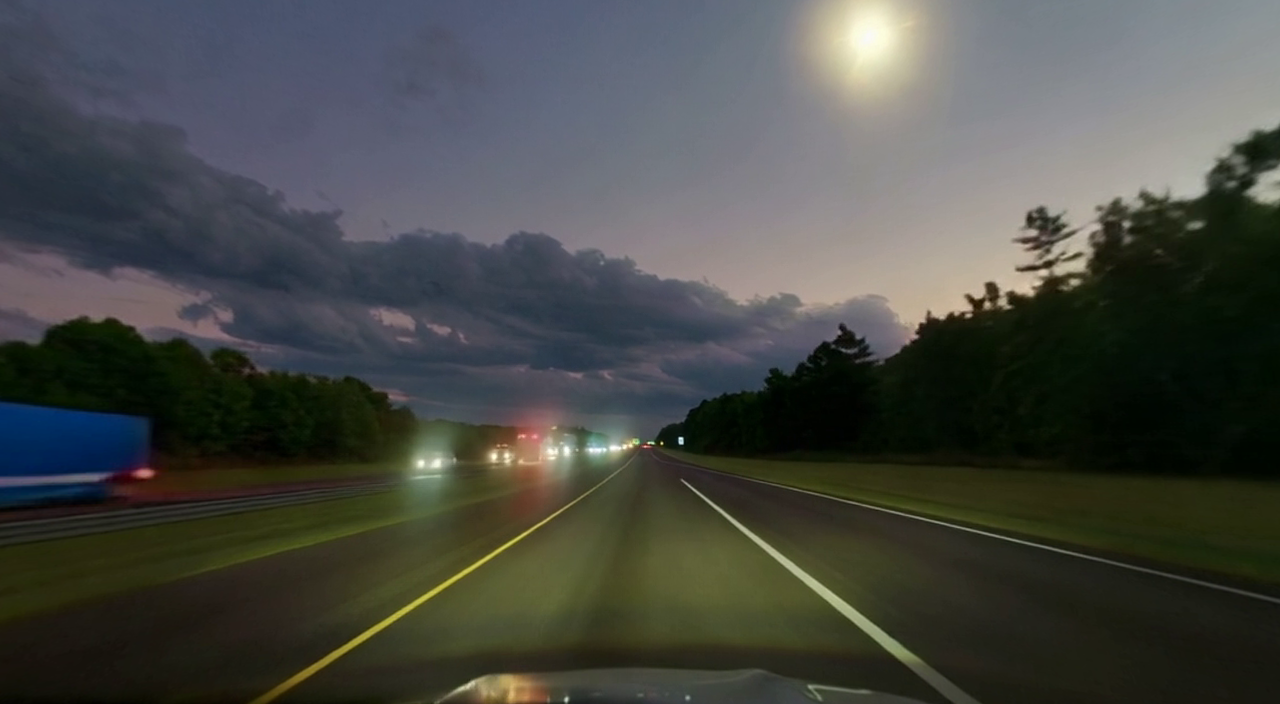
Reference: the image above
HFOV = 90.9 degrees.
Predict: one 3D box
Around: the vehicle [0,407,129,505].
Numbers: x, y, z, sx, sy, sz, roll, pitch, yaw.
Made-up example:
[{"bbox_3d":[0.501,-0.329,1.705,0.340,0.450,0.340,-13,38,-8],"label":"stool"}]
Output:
[{"bbox_3d":[-22.605,3.485,21.067,2.851,3.200,9.549,0,-9,1],"label":"vehicle"}]
